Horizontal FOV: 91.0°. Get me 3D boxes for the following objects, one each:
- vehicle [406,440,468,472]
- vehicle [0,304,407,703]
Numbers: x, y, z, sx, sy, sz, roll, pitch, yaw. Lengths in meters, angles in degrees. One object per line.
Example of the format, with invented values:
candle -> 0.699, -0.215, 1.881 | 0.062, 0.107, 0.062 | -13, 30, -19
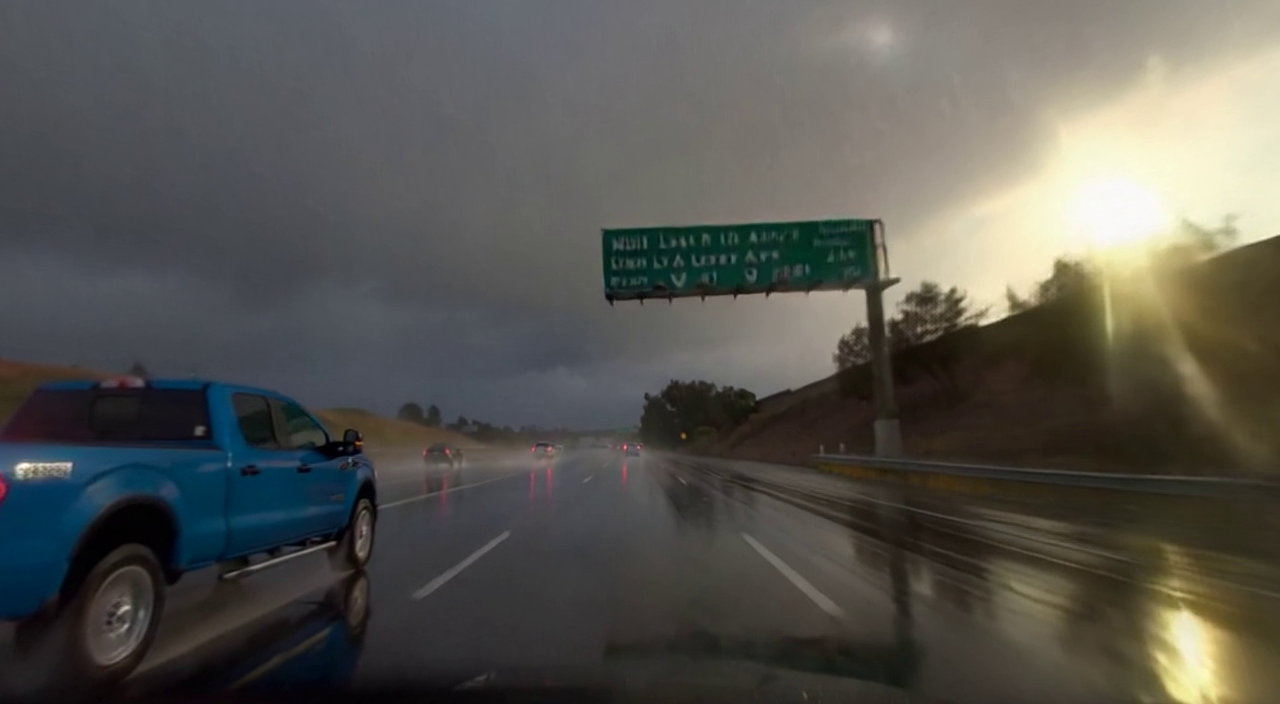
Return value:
vehicle -> -11.559, 5.931, 36.164 | 2.106, 1.692, 4.458 | 0, -9, -1
vehicle -> -4.295, 1.098, 5.195 | 2.339, 2.004, 6.171 | 0, -9, 0
